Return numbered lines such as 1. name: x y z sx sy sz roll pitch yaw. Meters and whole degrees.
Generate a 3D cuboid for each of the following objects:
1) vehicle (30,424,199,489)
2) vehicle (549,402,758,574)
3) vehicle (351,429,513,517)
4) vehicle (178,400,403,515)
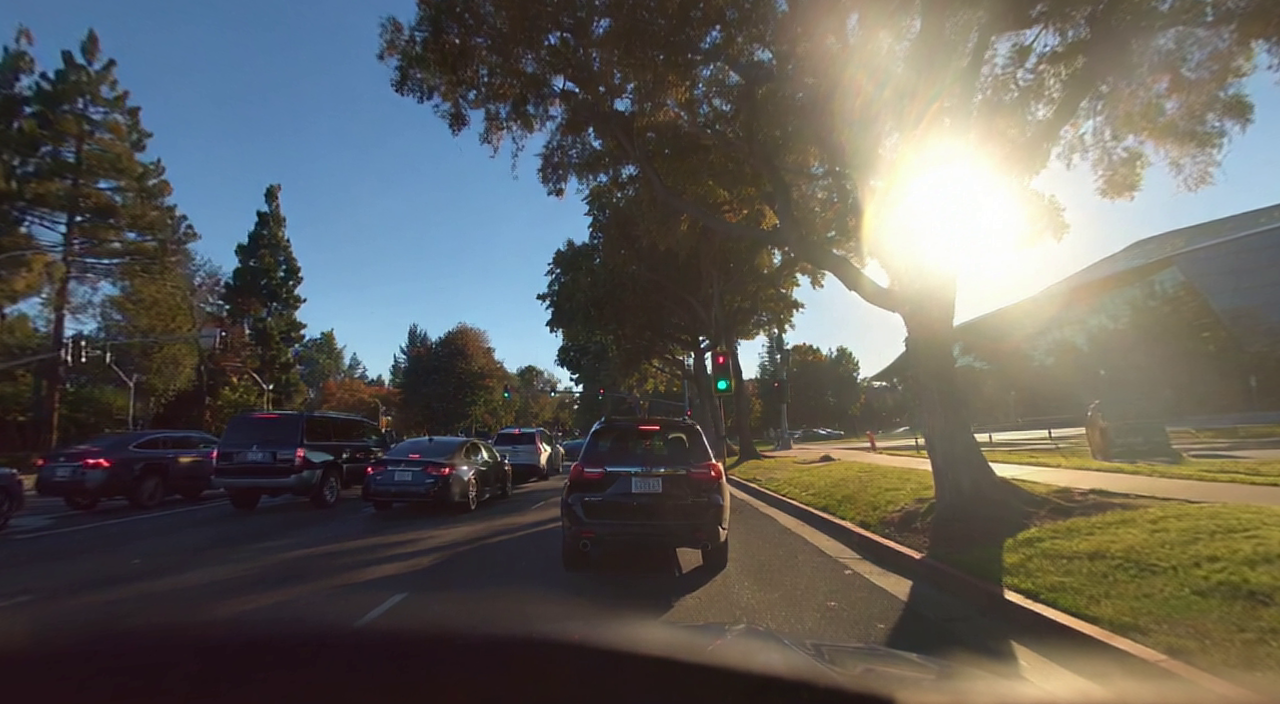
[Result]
1. vehicle: -17.685 3.534 21.625 2.136 1.976 4.342 0 -9 -4
2. vehicle: 0.108 1.656 8.428 2.055 1.681 4.270 0 -9 -1
3. vehicle: -4.088 2.437 13.239 1.942 1.523 4.212 0 -9 0
4. vehicle: -7.403 2.326 14.262 2.195 2.093 5.185 0 -9 -1
